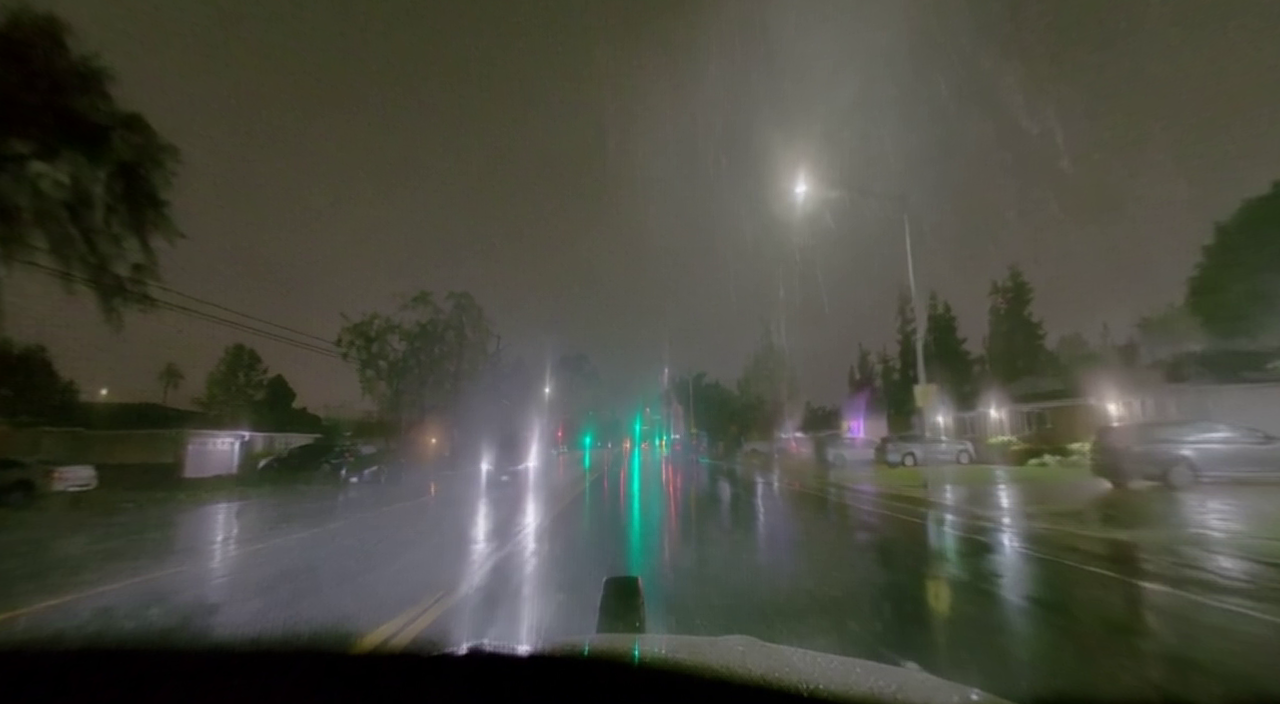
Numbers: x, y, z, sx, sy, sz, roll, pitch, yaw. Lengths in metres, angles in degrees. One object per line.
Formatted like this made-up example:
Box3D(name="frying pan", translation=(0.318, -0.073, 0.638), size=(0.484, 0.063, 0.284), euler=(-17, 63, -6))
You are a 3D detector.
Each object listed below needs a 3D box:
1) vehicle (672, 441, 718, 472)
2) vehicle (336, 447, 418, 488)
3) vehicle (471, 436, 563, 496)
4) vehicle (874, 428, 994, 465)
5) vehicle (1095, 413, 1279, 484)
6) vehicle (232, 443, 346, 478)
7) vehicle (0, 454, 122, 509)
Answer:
Box3D(name="vehicle", translation=(2.886, 5.590, 34.091), size=(1.983, 1.557, 4.078), euler=(0, -8, -2))
Box3D(name="vehicle", translation=(-11.995, 5.270, 29.196), size=(1.822, 1.699, 4.791), euler=(0, -8, -1))
Box3D(name="vehicle", translation=(-3.751, 3.560, 20.119), size=(2.076, 1.688, 4.284), euler=(0, -8, 0))
Box3D(name="vehicle", translation=(12.528, 4.077, 27.165), size=(4.183, 1.516, 1.884), euler=(0, -8, 3))
Box3D(name="vehicle", translation=(13.025, 2.151, 14.151), size=(4.237, 1.476, 1.743), euler=(0, -8, 1))
Box3D(name="vehicle", translation=(-18.921, 5.867, 34.215), size=(4.837, 1.808, 2.176), euler=(0, -8, -1))
Box3D(name="vehicle", translation=(-19.080, 3.840, 18.985), size=(4.909, 1.495, 2.211), euler=(1, -8, -5))
